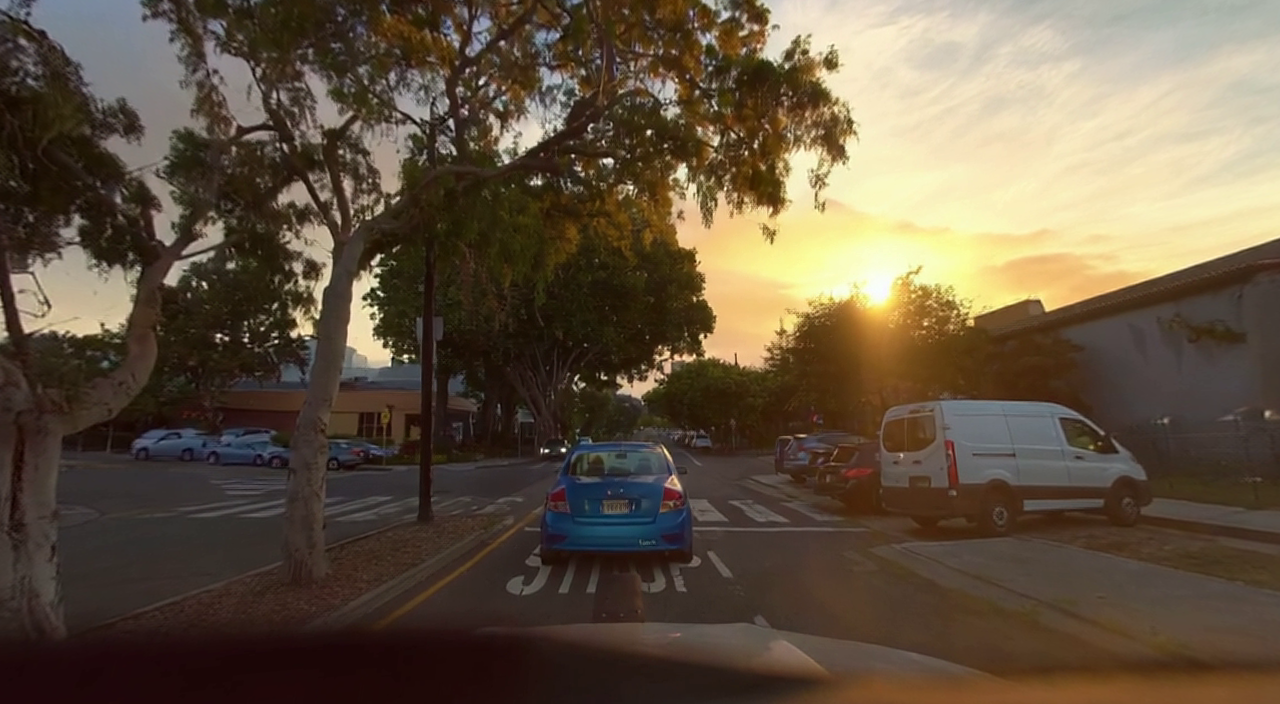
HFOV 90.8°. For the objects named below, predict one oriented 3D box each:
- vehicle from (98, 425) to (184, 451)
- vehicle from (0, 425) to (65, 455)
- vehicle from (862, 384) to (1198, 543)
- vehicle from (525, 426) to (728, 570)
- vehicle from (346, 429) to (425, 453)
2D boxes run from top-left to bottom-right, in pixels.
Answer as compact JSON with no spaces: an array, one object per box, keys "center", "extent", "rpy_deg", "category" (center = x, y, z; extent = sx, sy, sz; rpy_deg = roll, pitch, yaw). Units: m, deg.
[{"center":[-31.799,5.494,40.304],"extent":[3.915,1.574,1.850],"rpy_deg":[0,-8,3],"category":"vehicle"},{"center":[-31.815,4.394,31.563],"extent":[4.168,1.458,1.904],"rpy_deg":[0,-8,-2],"category":"vehicle"},{"center":[6.654,1.818,10.761],"extent":[5.385,2.146,2.143],"rpy_deg":[4,-9,-25],"category":"vehicle"},{"center":[-0.210,1.829,8.768],"extent":[2.065,1.450,4.522],"rpy_deg":[0,-8,-2],"category":"vehicle"},{"center":[-18.455,6.461,45.957],"extent":[4.892,1.679,1.927],"rpy_deg":[1,-8,-6],"category":"vehicle"}]
